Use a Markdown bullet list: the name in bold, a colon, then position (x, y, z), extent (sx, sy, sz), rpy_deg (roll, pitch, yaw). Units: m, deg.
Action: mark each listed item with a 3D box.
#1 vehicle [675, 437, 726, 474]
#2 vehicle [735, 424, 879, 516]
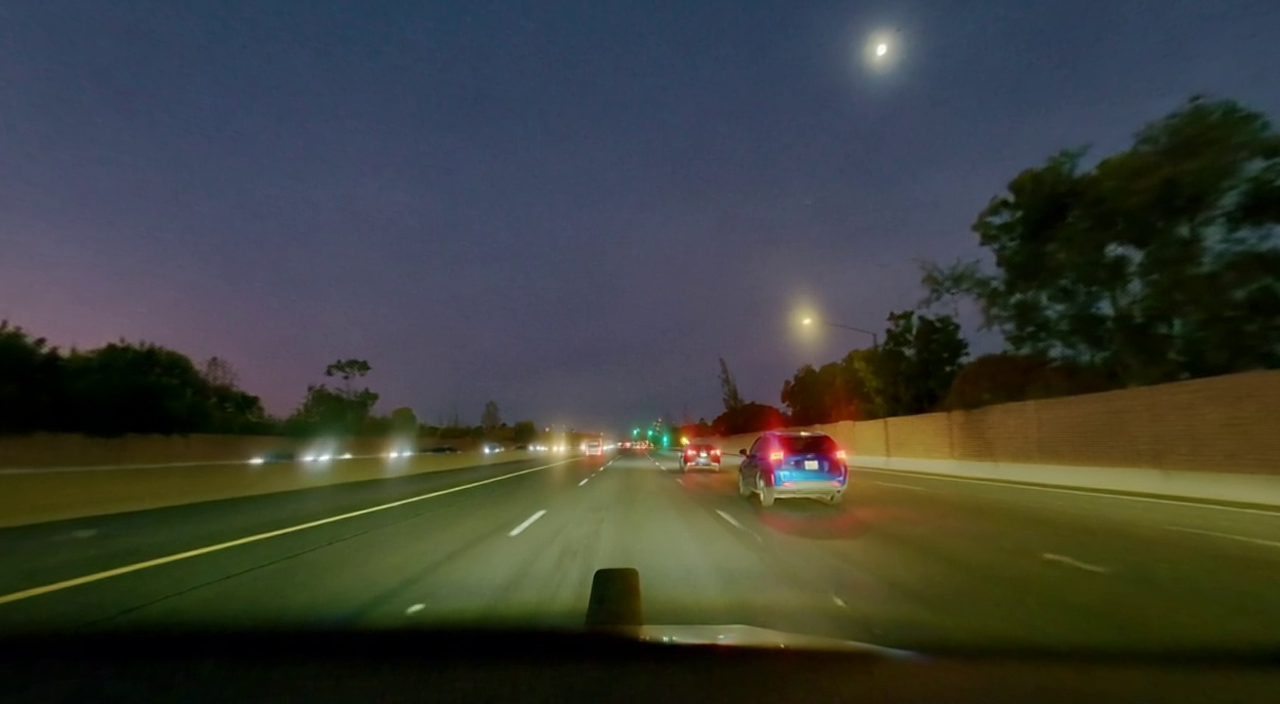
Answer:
- **vehicle**: position (2.964, 5.199, 31.993), extent (2.045, 1.688, 4.313), rpy_deg (0, -8, -2)
- **vehicle**: position (3.427, 2.502, 13.916), extent (1.910, 1.696, 4.187), rpy_deg (0, -8, -2)
